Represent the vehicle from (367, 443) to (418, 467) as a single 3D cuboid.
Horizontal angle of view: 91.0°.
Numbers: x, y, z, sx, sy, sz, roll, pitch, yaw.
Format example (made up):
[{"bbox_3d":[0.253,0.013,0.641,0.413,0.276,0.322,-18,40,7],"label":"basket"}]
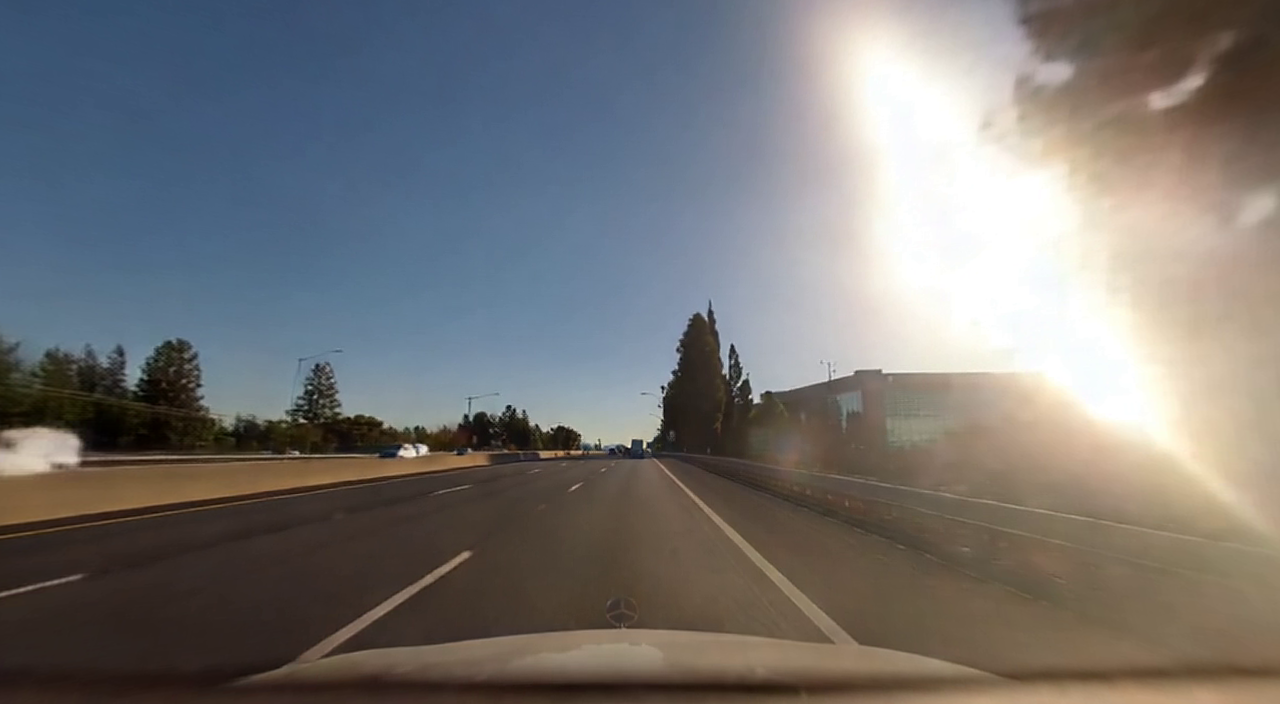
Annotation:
[{"bbox_3d":[-19.345,8.051,49.406,2.064,1.750,4.641,0,-9,0],"label":"vehicle"}]
